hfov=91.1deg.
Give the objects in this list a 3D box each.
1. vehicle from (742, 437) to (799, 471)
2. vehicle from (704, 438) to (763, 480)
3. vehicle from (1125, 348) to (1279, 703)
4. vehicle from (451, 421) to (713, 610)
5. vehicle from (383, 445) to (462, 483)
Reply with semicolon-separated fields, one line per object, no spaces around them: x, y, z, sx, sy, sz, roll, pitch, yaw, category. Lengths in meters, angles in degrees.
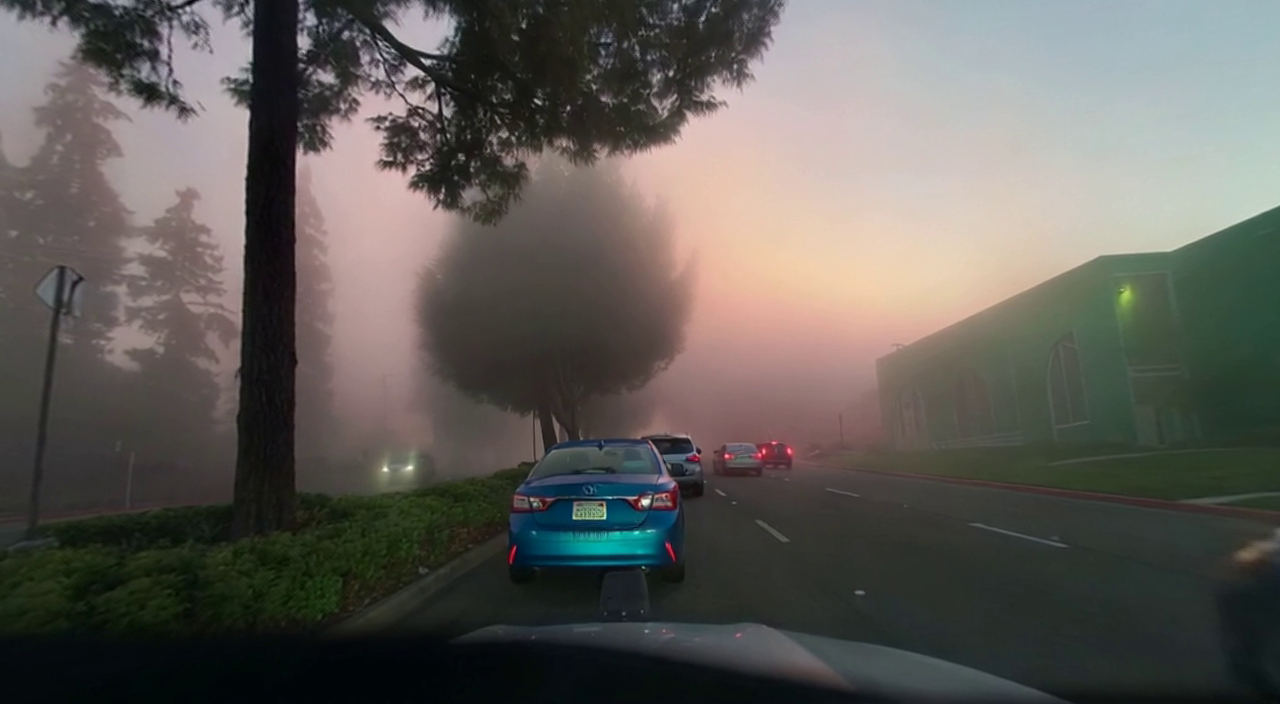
7.652;6.030;37.399;2.253;1.854;5.409;0;-9;0;vehicle
3.967;4.597;27.271;1.946;1.648;4.230;0;-9;0;vehicle
3.508;0.593;1.054;1.971;1.637;4.317;0;-9;2;vehicle
-0.471;1.627;7.155;2.111;1.506;4.018;0;-9;0;vehicle
-11.912;6.180;34.972;2.257;1.904;5.751;0;-9;1;vehicle
